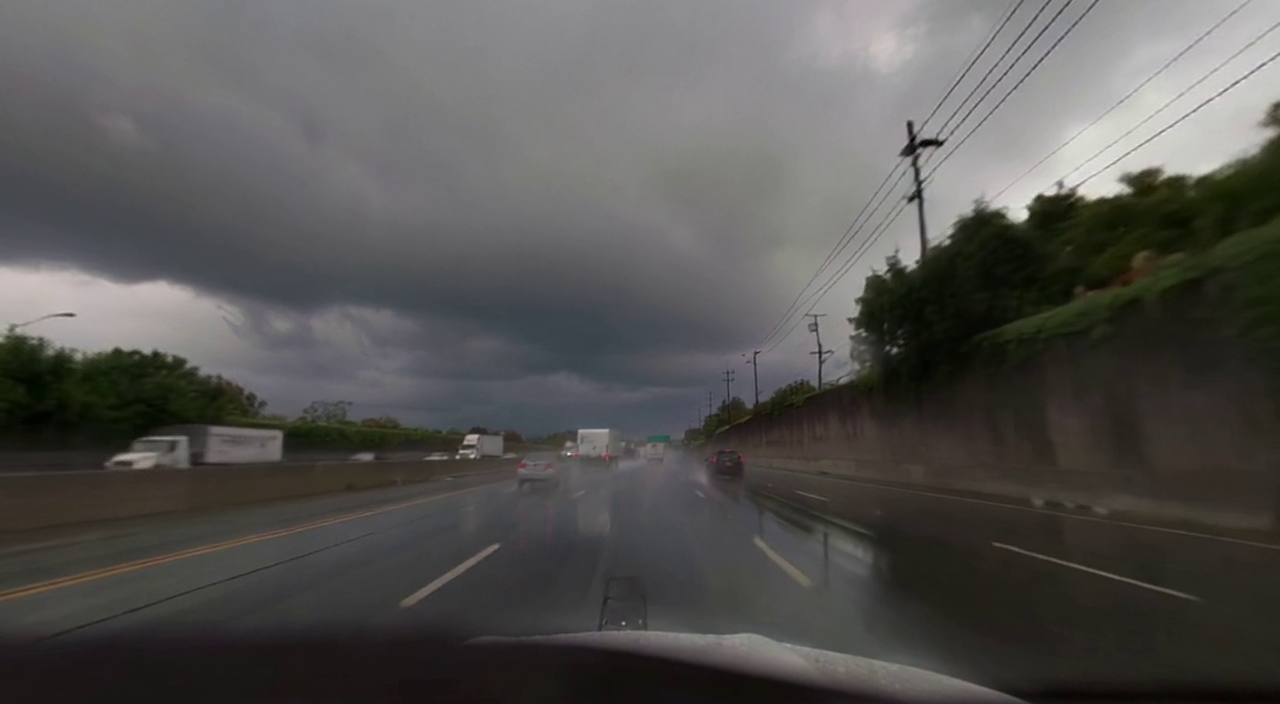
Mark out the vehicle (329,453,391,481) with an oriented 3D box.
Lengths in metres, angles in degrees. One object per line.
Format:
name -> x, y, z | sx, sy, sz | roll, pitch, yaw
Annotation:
vehicle -> -15.196, 6.247, 34.383 | 1.696, 1.417, 3.621 | 0, -9, 1

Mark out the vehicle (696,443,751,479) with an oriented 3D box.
vehicle -> 4.427, 5.872, 34.171 | 2.214, 1.799, 4.627 | 0, -9, -1

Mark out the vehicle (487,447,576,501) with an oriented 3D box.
vehicle -> -3.250, 3.741, 19.719 | 2.004, 1.498, 4.043 | 0, -9, 1

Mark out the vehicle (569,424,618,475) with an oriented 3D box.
vehicle -> -3.048, 6.622, 42.965 | 2.632, 3.153, 6.879 | 0, -9, 2

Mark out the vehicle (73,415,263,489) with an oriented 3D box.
vehicle -> -23.640, 5.150, 32.471 | 2.705, 3.261, 8.898 | 0, -9, 1
